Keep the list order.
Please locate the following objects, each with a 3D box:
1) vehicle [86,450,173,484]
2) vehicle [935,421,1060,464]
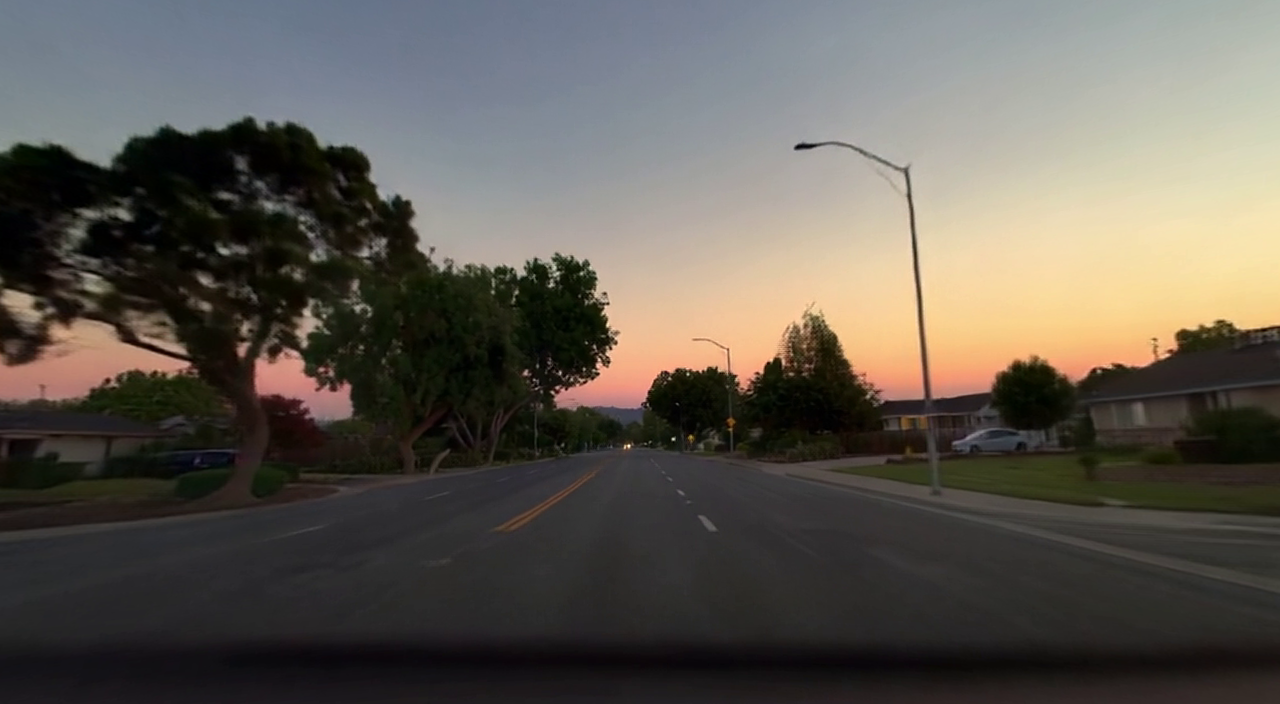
[{"bbox_3d":[-28.153,6.308,34.834,4.542,1.700,2.201,-6,-10,31],"label":"vehicle"},{"bbox_3d":[21.326,5.455,37.865,6.048,2.416,2.158,-1,-9,1],"label":"vehicle"}]
